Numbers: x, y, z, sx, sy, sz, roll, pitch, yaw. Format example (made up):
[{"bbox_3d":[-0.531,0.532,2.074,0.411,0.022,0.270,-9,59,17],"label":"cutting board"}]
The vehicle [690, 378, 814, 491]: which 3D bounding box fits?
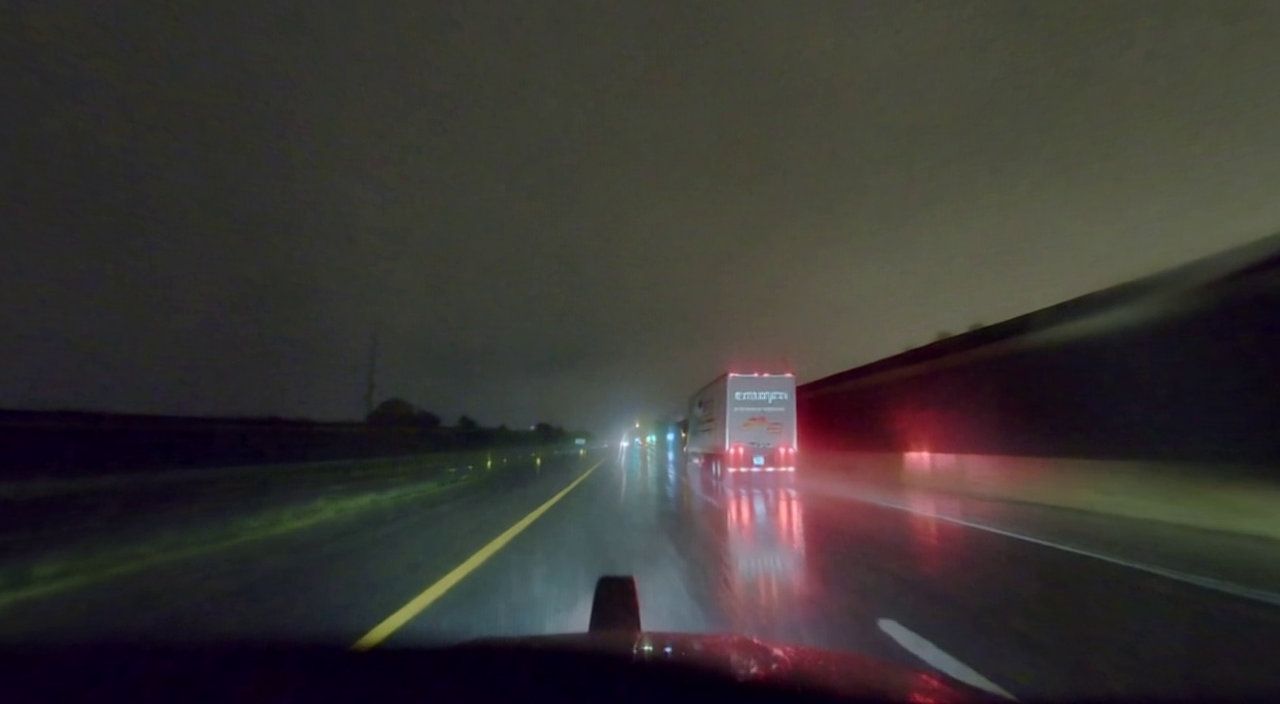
[{"bbox_3d":[3.490,2.853,21.693,2.702,3.193,7.196,0,-8,-2],"label":"vehicle"}]
